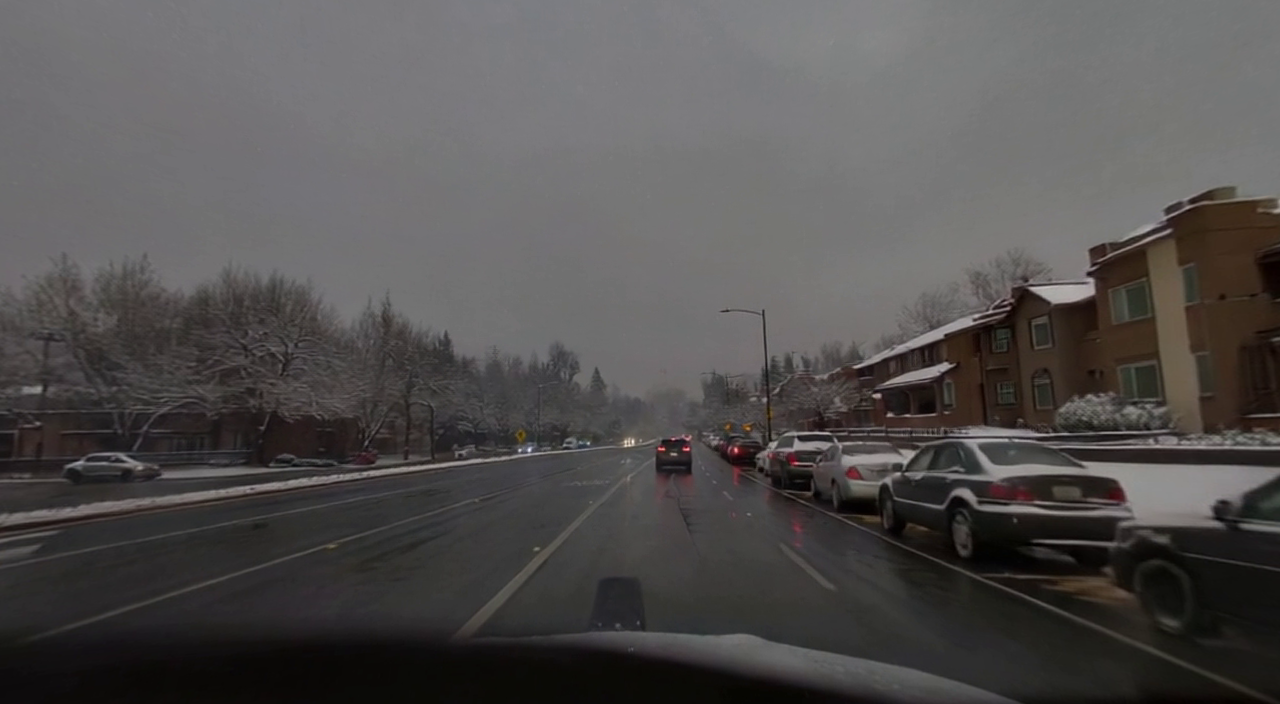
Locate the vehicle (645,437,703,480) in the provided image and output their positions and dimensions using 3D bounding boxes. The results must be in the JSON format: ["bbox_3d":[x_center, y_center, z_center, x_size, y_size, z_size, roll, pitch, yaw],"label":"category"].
[{"bbox_3d":[1.284,4.060,24.278,2.011,1.480,4.170,-1,-9,3],"label":"vehicle"}]

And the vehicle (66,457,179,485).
[{"bbox_3d":[-29.537,6.770,36.095,4.591,1.468,1.805,1,-9,-9],"label":"vehicle"}]

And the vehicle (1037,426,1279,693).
[{"bbox_3d":[4.454,1.064,2.972,1.855,1.445,4.895,0,-9,-2],"label":"vehicle"}]
